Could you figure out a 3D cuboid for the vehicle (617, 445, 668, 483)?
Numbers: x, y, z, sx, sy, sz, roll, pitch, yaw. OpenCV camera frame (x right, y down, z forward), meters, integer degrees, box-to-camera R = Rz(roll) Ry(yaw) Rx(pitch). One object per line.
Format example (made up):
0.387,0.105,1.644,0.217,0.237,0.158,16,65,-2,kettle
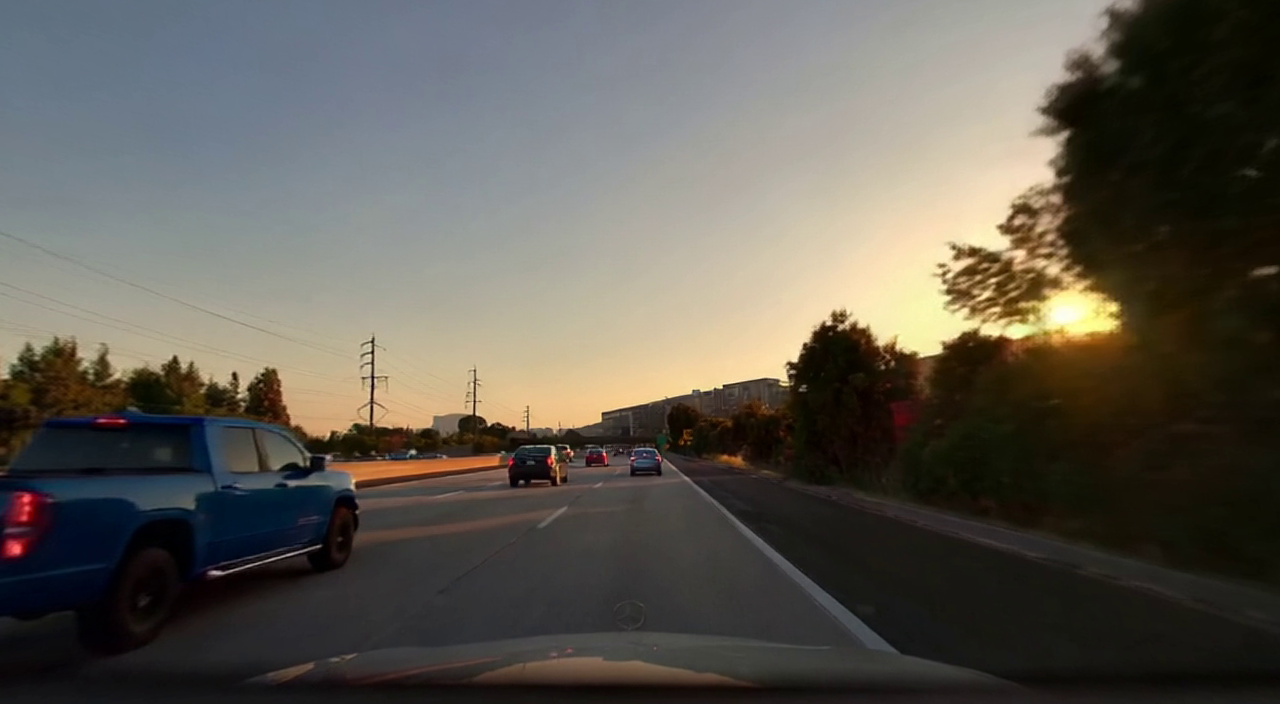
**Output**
0.081,4.754,27.137,2.047,1.473,3.978,0,-8,0,vehicle

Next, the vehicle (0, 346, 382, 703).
-4.216,1.176,4.851,2.198,1.848,5.346,0,-8,0,vehicle

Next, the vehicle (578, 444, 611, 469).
-3.310,7.680,46.457,1.993,1.717,4.321,-1,-8,2,vehicle

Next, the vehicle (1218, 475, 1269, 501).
39.777,8.913,41.524,4.203,1.418,1.942,8,-12,-42,vehicle

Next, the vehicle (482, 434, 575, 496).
-3.512,3.661,20.888,2.133,1.789,4.518,-1,-8,2,vehicle
